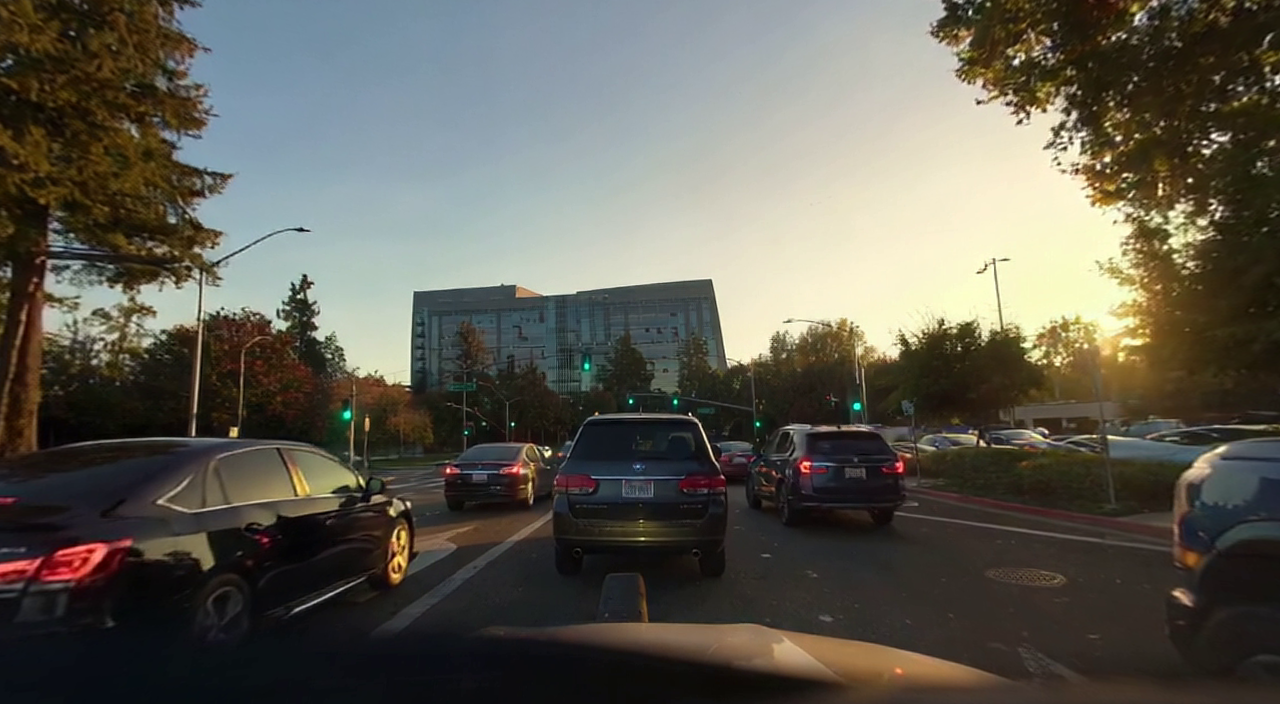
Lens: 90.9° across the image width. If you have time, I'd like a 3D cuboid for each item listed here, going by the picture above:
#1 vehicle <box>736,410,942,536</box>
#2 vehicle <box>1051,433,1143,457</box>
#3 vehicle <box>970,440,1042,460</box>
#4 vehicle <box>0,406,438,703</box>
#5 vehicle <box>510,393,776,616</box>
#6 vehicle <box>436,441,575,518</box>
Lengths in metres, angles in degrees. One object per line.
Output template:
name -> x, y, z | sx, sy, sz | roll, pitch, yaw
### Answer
vehicle -> 3.444, 2.247, 12.374 | 2.408, 1.908, 5.355 | 0, -8, 1
vehicle -> 32.781, 6.698, 45.348 | 4.869, 1.622, 2.230 | 0, -8, 1
vehicle -> 26.435, 7.075, 45.633 | 4.180, 1.376, 1.583 | 0, -8, 2
vehicle -> -3.127, 1.263, 4.439 | 1.909, 1.476, 4.751 | 0, -8, -1
vehicle -> 0.031, 1.505, 7.055 | 2.113, 1.768, 3.901 | 0, -8, 0
vehicle -> -2.819, 2.781, 14.420 | 2.072, 1.450, 4.612 | 0, -8, 1
